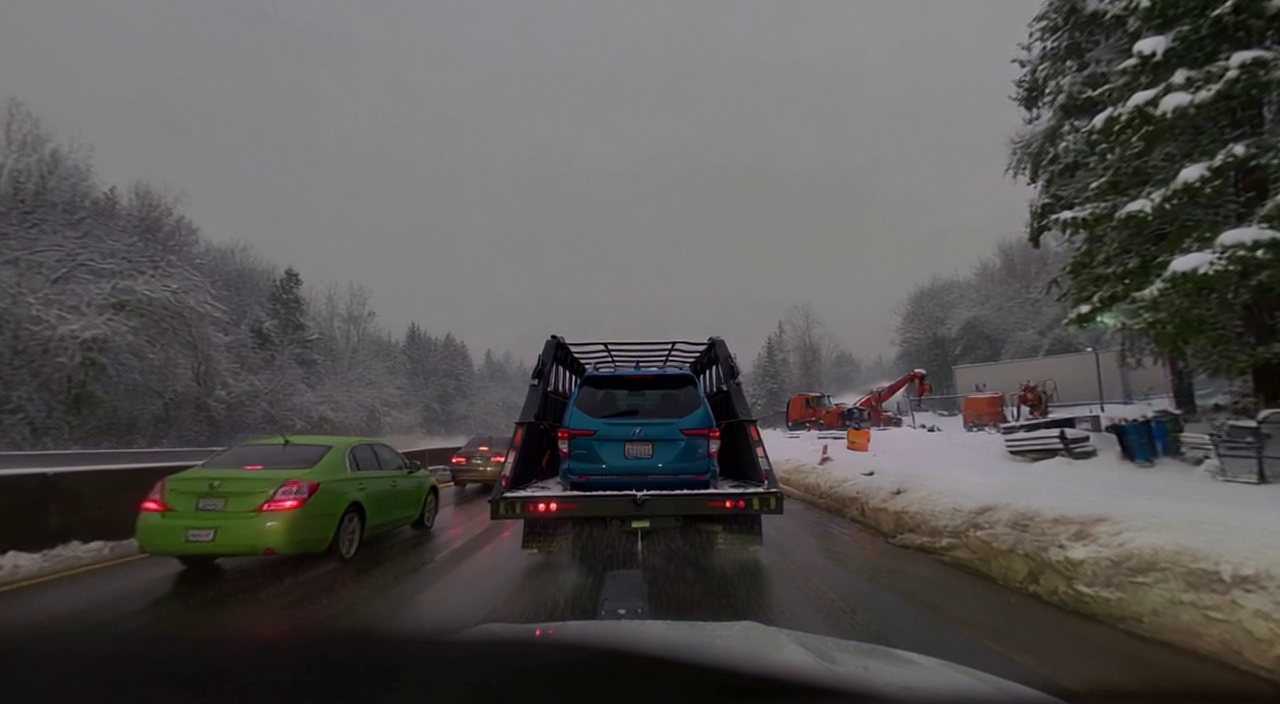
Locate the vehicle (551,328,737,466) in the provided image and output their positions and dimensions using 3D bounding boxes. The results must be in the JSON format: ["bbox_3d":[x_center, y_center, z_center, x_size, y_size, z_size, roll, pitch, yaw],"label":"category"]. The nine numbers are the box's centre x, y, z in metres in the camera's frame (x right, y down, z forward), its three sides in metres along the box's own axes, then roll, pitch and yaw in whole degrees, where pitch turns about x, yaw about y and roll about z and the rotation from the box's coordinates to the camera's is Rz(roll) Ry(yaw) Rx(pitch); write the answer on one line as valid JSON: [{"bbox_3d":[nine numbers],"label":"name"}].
[{"bbox_3d":[-0.089,0.870,9.709,2.156,1.604,4.680,0,-9,-3],"label":"vehicle"}]

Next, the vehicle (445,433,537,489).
[{"bbox_3d":[-4.826,3.613,21.211,2.057,1.665,4.572,0,-9,-1],"label":"vehicle"}]

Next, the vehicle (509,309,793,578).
[{"bbox_3d":[-0.199,1.652,11.392,2.735,2.597,10.435,1,-9,-4],"label":"vehicle"}]

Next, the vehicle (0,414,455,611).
[{"bbox_3d":[-3.982,1.622,7.447,2.155,1.513,4.964,0,-9,-1],"label":"vehicle"}]
